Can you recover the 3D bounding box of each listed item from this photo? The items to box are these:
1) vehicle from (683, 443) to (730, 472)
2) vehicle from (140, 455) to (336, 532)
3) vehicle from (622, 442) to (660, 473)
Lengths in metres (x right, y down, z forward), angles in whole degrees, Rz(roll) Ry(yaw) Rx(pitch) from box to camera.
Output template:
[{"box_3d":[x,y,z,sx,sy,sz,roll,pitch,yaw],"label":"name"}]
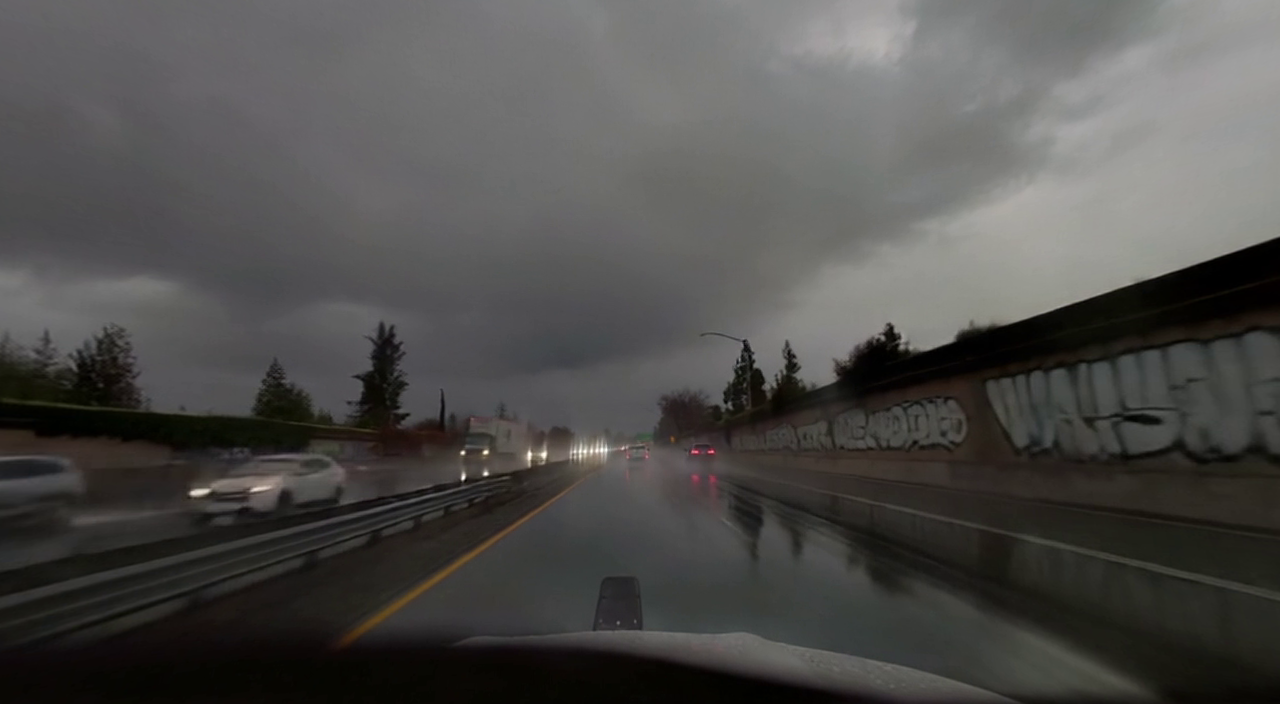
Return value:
[{"box_3d":[3.865,6.199,37.062,2.303,1.614,4.154,-1,-9,0],"label":"vehicle"},{"box_3d":[-9.295,3.254,15.051,1.843,1.494,4.347,0,-9,0],"label":"vehicle"},{"box_3d":[0.033,6.273,37.480,2.095,1.671,4.219,0,-9,-1],"label":"vehicle"}]
